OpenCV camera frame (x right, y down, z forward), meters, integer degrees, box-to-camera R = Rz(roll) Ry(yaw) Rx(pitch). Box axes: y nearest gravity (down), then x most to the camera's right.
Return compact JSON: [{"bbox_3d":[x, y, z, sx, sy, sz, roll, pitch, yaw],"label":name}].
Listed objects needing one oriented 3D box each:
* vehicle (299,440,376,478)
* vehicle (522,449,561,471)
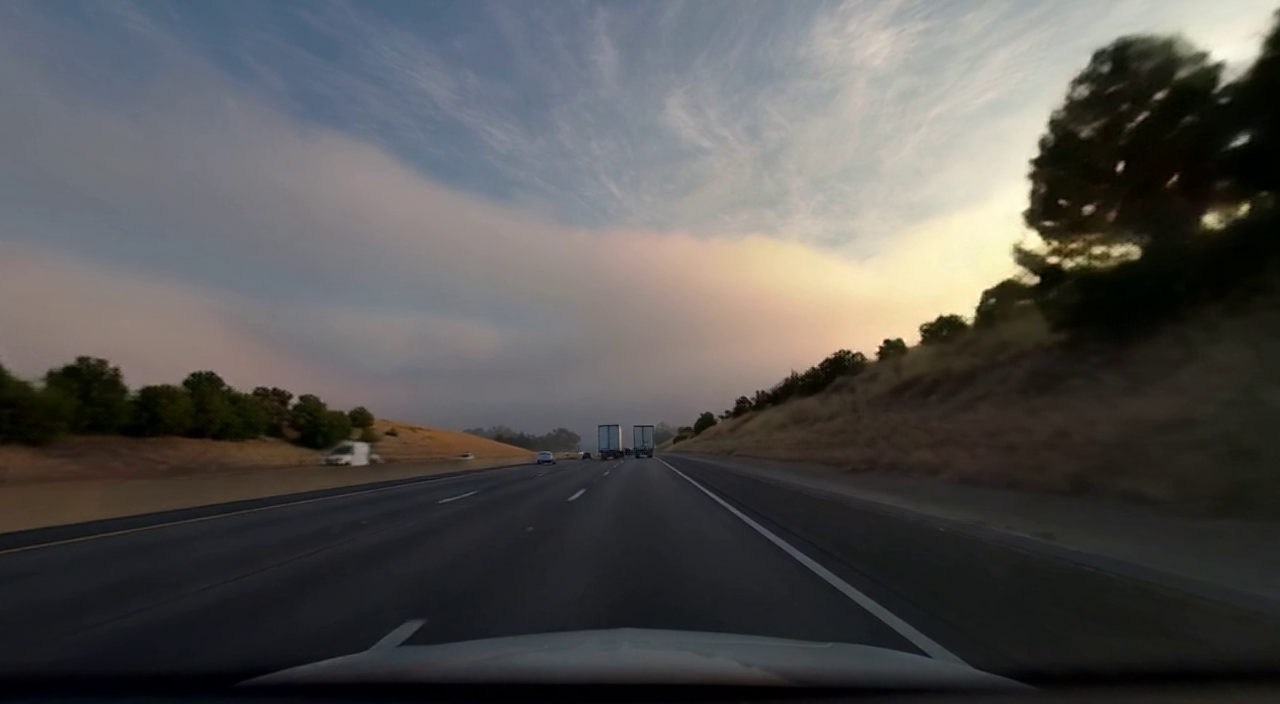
[{"bbox_3d":[-19.781,7.017,41.582,2.404,2.285,5.332,0,-9,0],"label":"vehicle"},{"bbox_3d":[-7.077,7.795,45.808,2.036,1.474,5.011,0,-9,1],"label":"vehicle"}]
